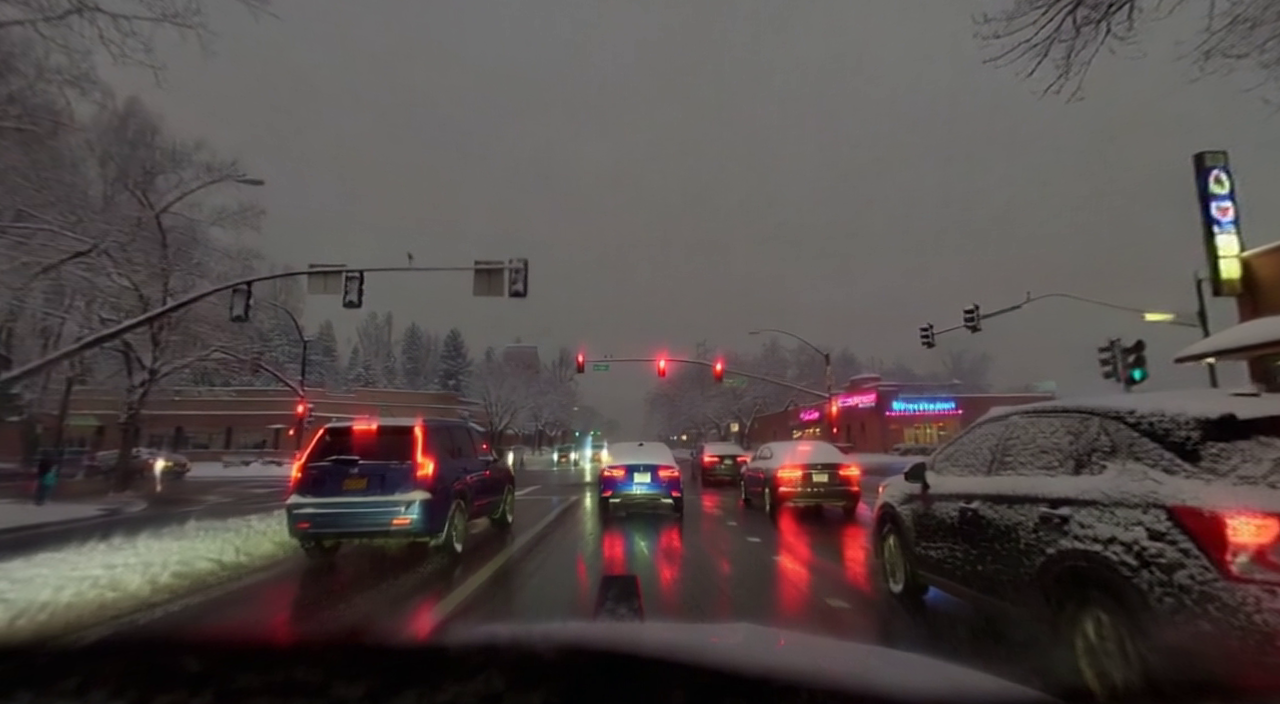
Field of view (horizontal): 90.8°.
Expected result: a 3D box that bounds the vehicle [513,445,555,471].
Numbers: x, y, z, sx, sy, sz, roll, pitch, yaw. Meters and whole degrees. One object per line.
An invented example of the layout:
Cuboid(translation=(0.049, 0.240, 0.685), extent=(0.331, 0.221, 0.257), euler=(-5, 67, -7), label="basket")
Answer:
Cuboid(translation=(-7.834, 7.874, 47.143), extent=(2.293, 1.777, 4.497), euler=(0, -9, 0), label="vehicle")

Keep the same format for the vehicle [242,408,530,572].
Cuboid(translation=(-3.291, 1.920, 9.564), extent=(2.257, 1.823, 4.777), euler=(-1, -9, 1), label="vehicle")

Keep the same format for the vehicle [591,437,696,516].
Cuboid(translation=(0.048, 2.841, 14.898), extent=(2.154, 1.577, 3.723), euler=(0, -9, -1), label="vehicle")

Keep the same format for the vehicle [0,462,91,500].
Cuboid(translation=(-27.195, 5.642, 27.773), extent=(4.098, 1.497, 1.934), euler=(4, -9, -24), label="vehicle")

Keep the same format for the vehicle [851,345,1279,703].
Cuboid(translation=(3.187, 1.117, 4.178), extent=(2.075, 1.661, 4.401), euler=(0, -9, 1), label="vehicle")

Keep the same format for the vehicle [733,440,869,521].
Cuboid(translation=(3.363, 2.752, 14.087), extent=(1.865, 1.496, 4.170), euler=(0, -9, -1), label="vehicle")
